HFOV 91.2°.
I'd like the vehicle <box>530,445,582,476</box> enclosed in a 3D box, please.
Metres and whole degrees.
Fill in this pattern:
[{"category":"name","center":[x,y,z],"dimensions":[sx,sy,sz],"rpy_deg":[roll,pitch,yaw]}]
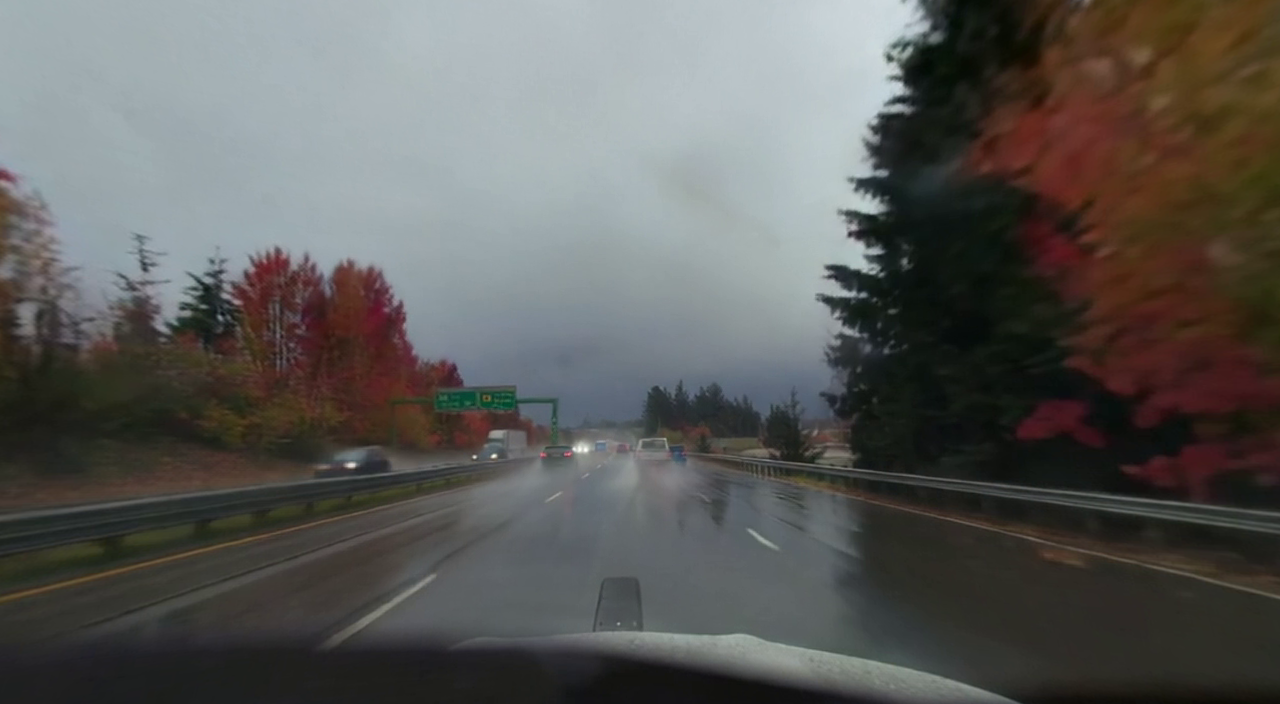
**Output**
[{"category":"vehicle","center":[-4.059,5.294,30.857],"dimensions":[2.037,1.418,3.793],"rpy_deg":[0,-9,0]}]

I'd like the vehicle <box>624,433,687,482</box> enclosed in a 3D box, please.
[{"category":"vehicle","center":[0.515,4.168,24.935],"dimensions":[2.250,1.718,4.358],"rpy_deg":[0,-9,-1]}]

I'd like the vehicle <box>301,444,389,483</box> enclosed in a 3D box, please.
[{"category":"vehicle","center":[-13.528,5.112,29.034],"dimensions":[1.979,1.647,4.207],"rpy_deg":[0,-9,0]}]
